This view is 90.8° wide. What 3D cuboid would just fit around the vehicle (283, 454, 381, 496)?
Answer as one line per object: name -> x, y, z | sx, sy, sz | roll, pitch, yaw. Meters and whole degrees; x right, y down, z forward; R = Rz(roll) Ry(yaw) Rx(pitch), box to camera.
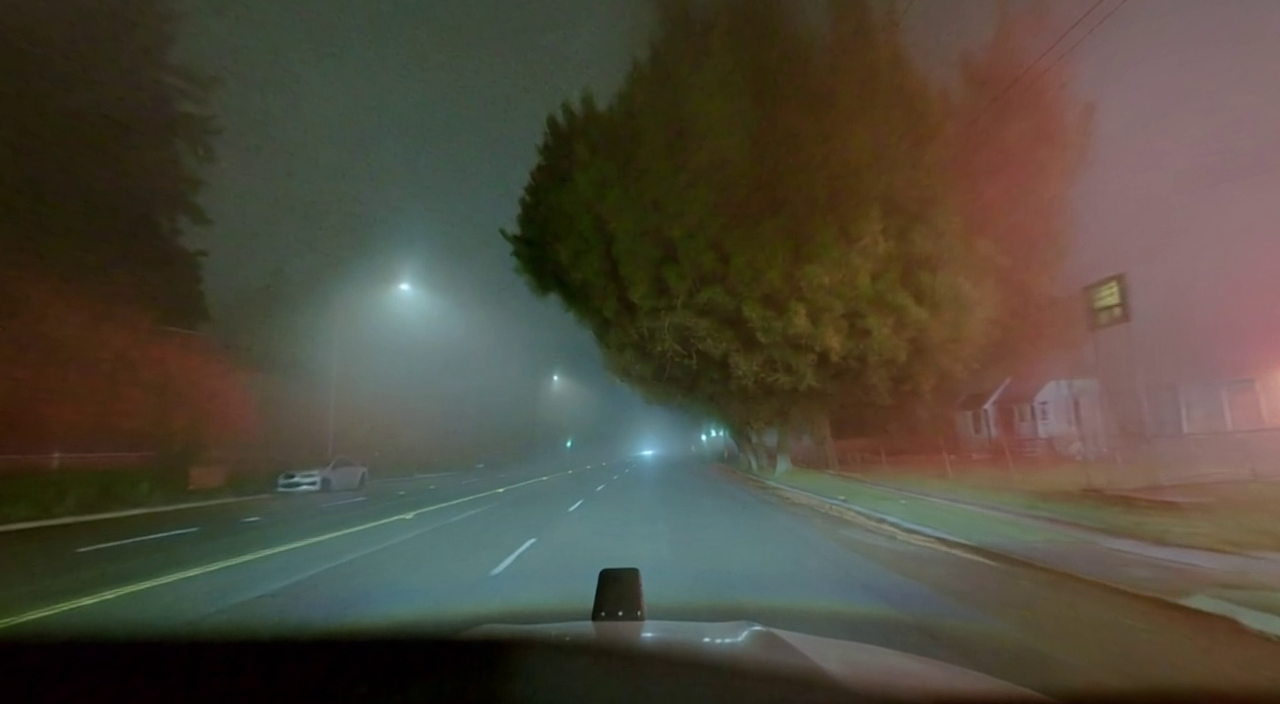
vehicle -> -12.995, 5.172, 26.995 | 1.859, 1.496, 4.390 | -4, -9, 2
